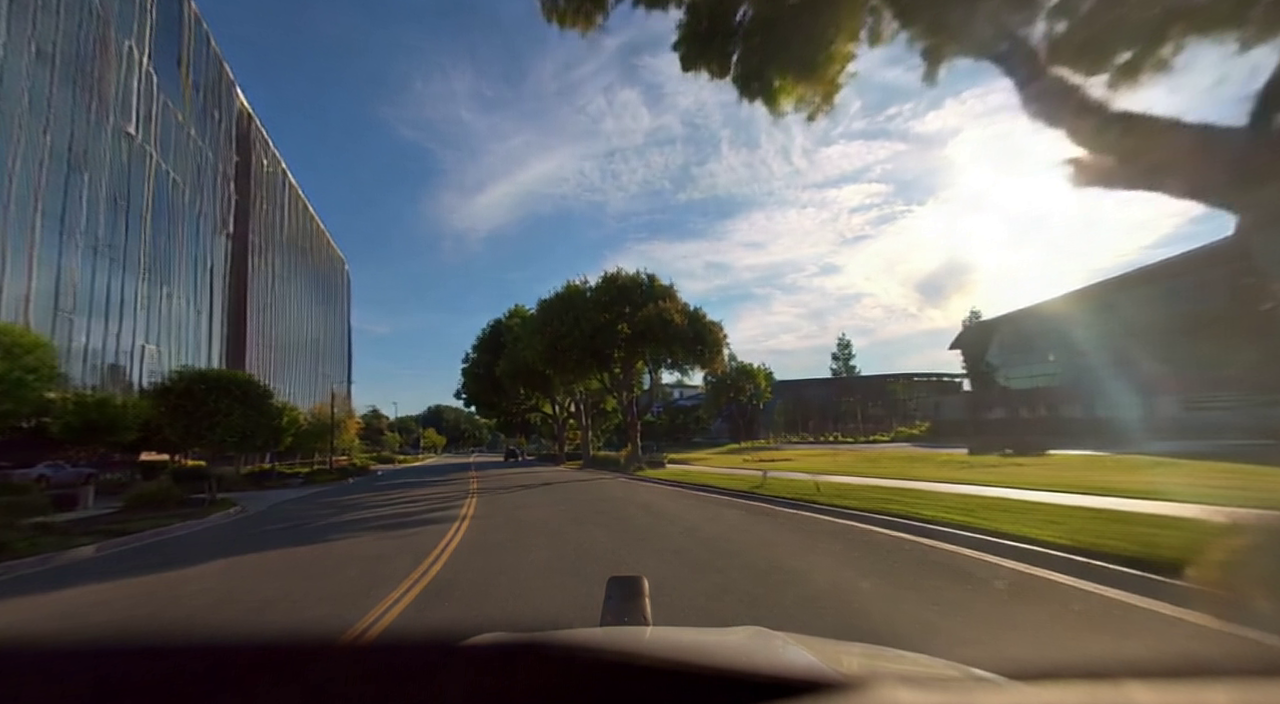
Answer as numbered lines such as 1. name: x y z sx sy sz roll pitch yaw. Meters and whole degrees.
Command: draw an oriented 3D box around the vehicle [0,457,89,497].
1. vehicle: -28.610 5.808 29.648 1.929 1.650 4.638 2 -9 -13
